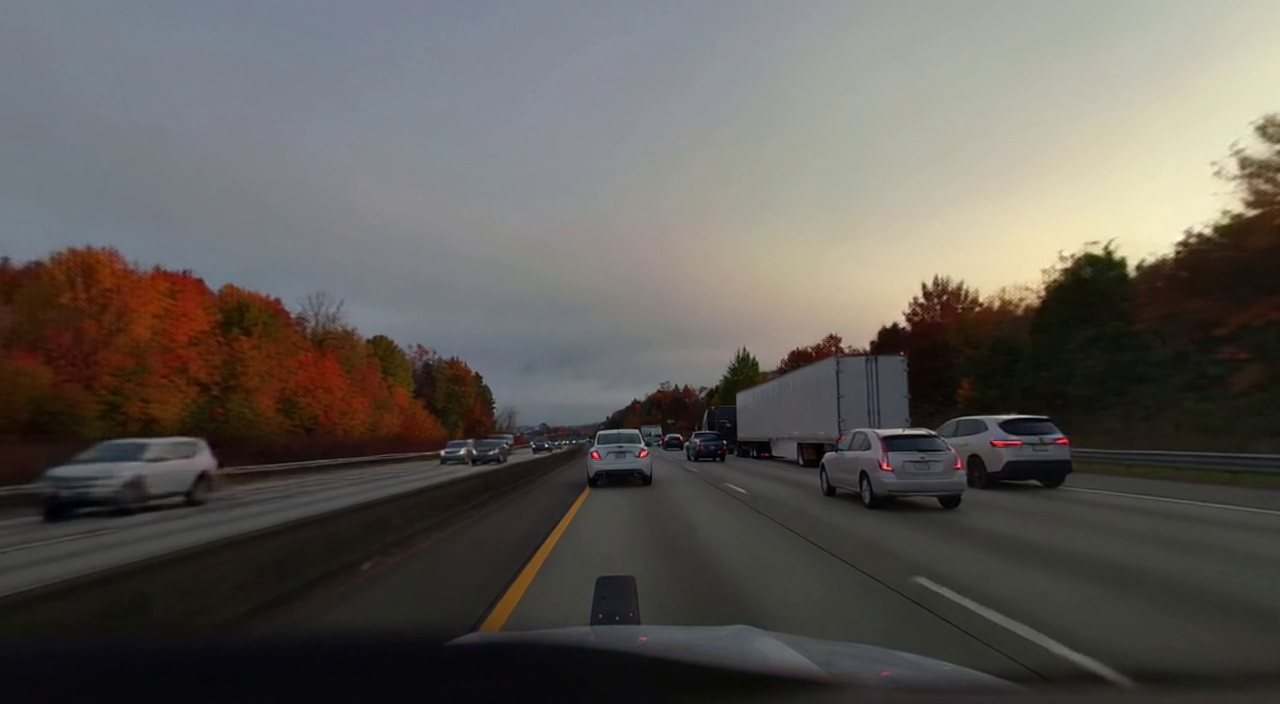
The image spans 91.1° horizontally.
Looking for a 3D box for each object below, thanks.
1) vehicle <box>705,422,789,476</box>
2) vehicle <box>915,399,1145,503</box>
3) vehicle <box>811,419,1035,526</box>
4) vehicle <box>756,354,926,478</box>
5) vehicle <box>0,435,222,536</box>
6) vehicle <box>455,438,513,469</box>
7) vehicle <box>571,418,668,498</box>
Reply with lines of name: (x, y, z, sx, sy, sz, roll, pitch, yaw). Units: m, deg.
vehicle: (3.635, 3.386, 22.127, 2.147, 1.707, 3.963, 0, -8, -1)
vehicle: (8.475, 2.195, 14.366, 2.116, 1.965, 4.691, 0, -8, -2)
vehicle: (4.627, 2.011, 11.118, 2.040, 1.523, 4.068, 0, -8, 0)
vehicle: (7.867, 2.970, 27.578, 2.867, 4.066, 13.802, 0, -7, 0)
vehicle: (-11.791, 2.787, 13.975, 2.024, 1.848, 4.395, 0, -8, -2)
vehicle: (-8.754, 5.713, 35.728, 2.054, 1.579, 4.792, 0, -8, 0)
vehicle: (-0.484, 2.593, 15.893, 2.087, 1.709, 4.455, 0, -8, -1)
